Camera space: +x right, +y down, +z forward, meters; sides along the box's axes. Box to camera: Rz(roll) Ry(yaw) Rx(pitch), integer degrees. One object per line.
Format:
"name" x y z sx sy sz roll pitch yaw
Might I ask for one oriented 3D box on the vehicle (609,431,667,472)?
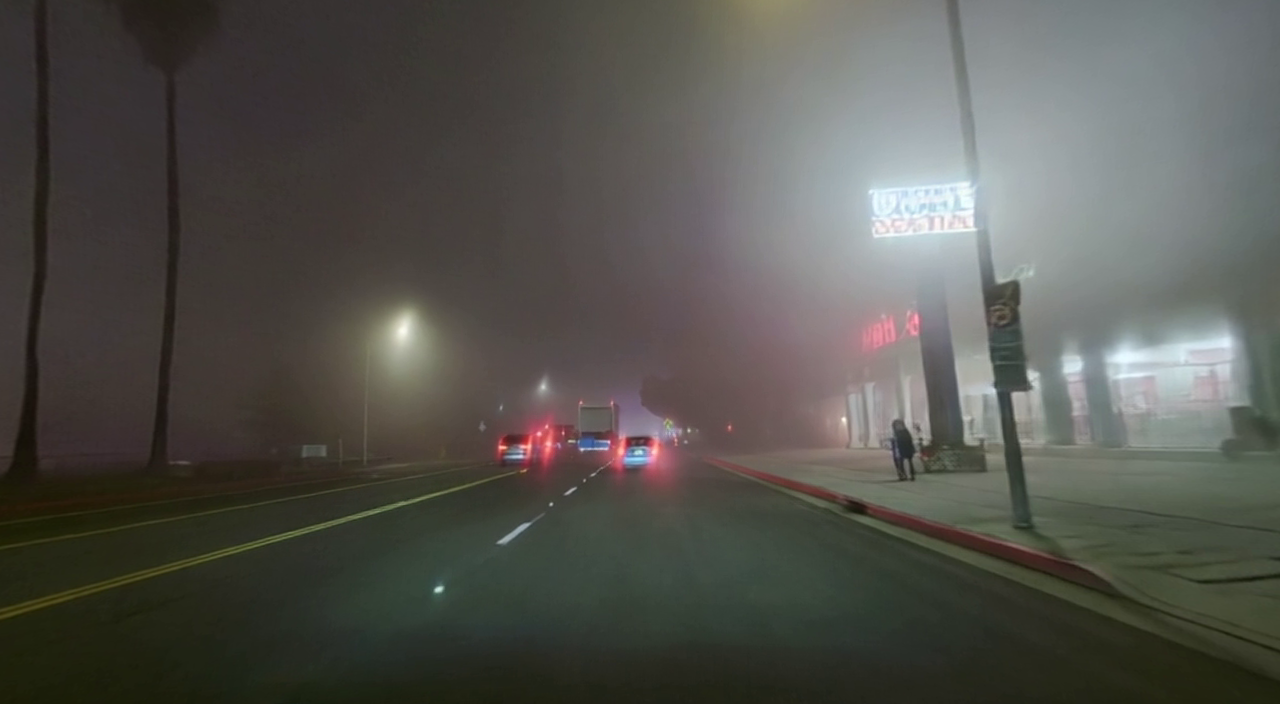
"vehicle" -0.032 4.018 25.478 2.144 1.514 4.063 0 -9 1

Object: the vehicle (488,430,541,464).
"vehicle" -7.158 5.477 36.269 2.014 1.830 4.281 0 -9 2

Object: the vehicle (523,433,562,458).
"vehicle" -7.039 6.834 45.834 2.143 1.736 4.648 0 -9 0
